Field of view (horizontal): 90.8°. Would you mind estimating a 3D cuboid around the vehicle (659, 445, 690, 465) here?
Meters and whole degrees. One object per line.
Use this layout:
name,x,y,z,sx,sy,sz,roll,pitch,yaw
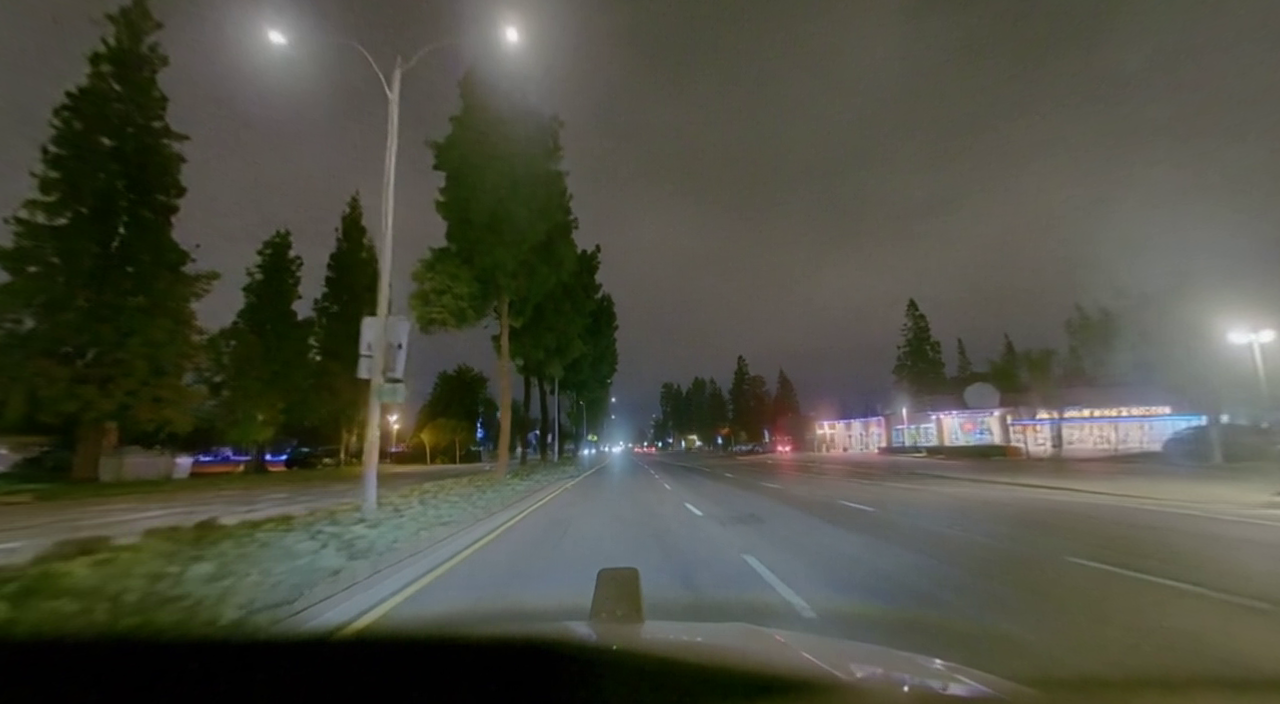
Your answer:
vehicle,2.679,8.086,49.841,1.913,1.473,4.360,0,-9,-4
